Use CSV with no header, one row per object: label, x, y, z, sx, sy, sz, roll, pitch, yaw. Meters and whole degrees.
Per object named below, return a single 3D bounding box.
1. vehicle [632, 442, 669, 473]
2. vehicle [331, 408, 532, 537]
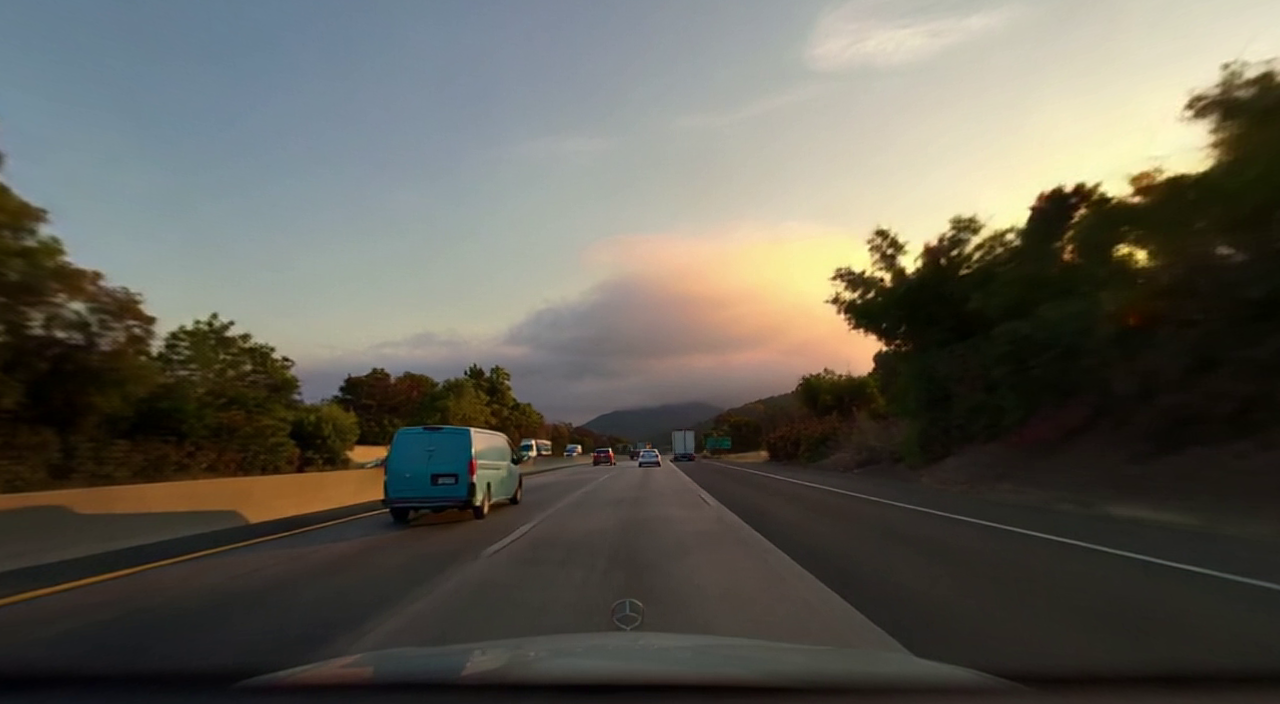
vehicle,0.643,6.598,39.707,2.209,1.825,4.036,0,-9,1
vehicle,-3.711,2.279,12.481,2.167,1.991,5.062,0,-9,1
